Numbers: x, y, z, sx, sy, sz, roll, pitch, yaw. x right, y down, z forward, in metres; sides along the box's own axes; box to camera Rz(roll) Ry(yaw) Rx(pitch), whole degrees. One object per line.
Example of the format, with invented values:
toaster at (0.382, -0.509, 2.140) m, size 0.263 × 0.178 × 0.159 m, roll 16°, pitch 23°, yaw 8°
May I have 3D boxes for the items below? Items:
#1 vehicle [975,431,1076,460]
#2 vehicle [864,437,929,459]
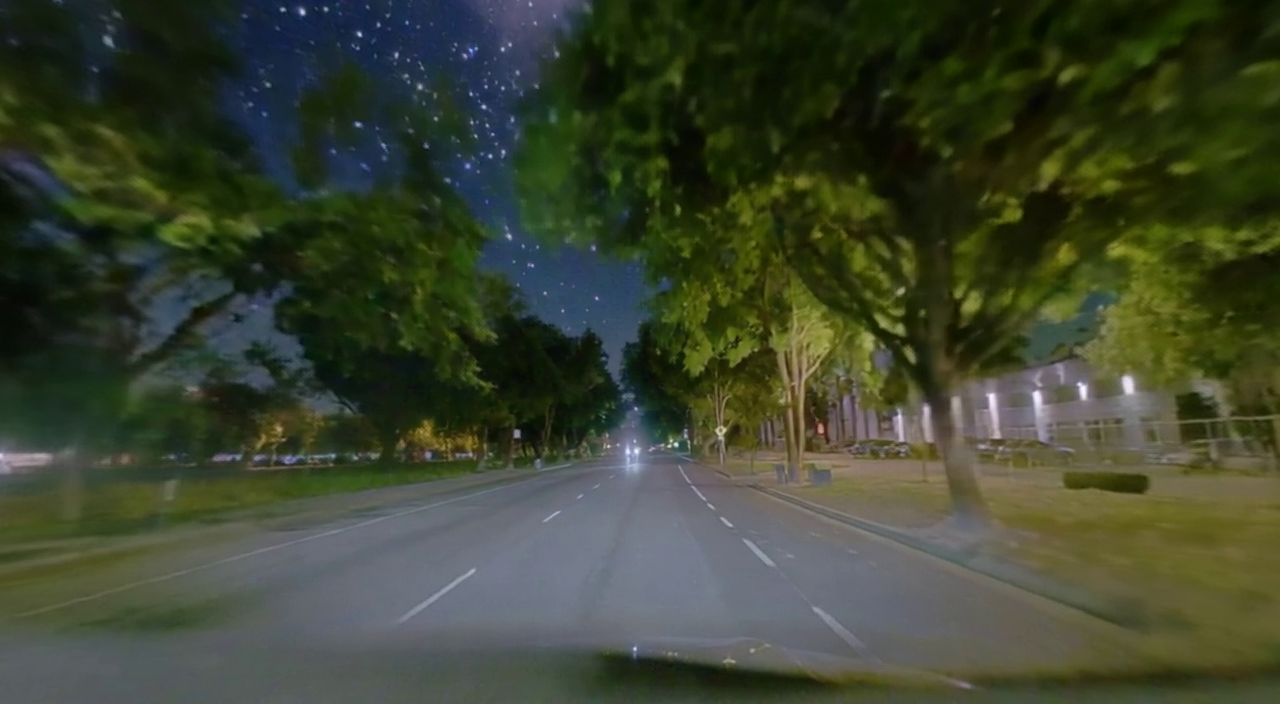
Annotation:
vehicle at (21.149, 5.122, 34.771) m, size 4.293 × 1.473 × 1.843 m, roll 0°, pitch -6°, yaw 2°
vehicle at (19.716, 7.409, 48.670) m, size 4.134 × 1.580 × 1.952 m, roll 1°, pitch -9°, yaw -10°
